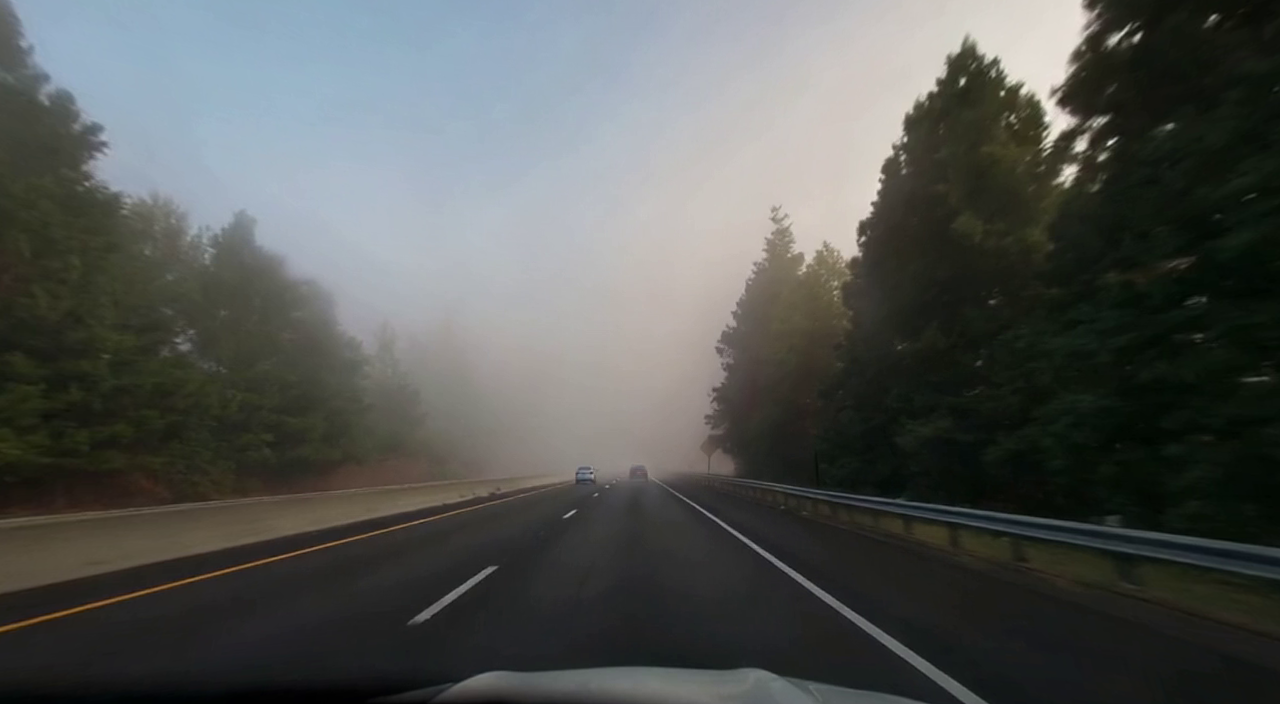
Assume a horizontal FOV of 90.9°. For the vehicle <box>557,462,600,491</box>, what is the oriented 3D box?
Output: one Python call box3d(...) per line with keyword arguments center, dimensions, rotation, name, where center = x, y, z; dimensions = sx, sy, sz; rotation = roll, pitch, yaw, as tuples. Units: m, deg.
box3d(center=(-3.559, 7.355, 37.304), dimensions=(2.109, 1.532, 4.234), rotation=(1, -11, 0), name="vehicle")
